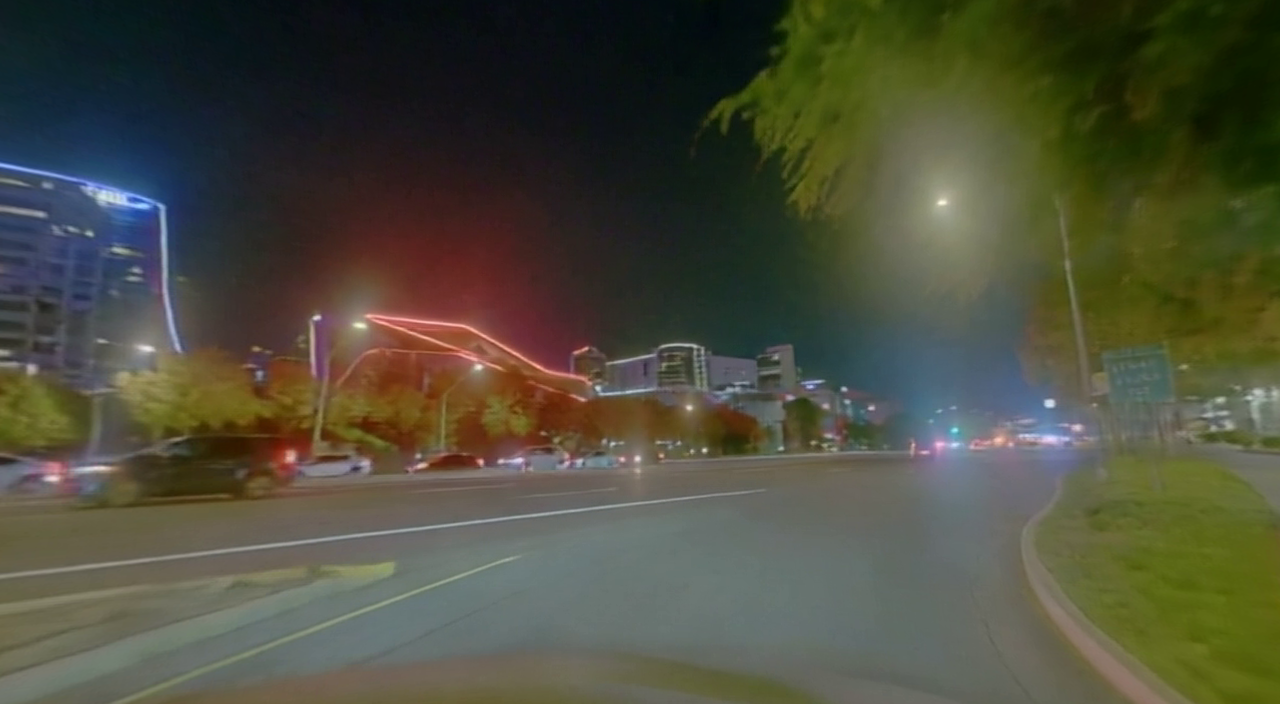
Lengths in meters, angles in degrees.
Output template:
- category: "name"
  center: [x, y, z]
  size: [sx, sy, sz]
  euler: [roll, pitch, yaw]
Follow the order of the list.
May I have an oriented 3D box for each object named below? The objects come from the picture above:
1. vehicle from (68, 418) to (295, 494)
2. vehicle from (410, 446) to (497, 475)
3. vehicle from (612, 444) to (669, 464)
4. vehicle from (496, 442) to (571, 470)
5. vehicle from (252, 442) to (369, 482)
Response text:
- category: "vehicle"
  center: [-15.244, 3.670, 21.388]
  size: [2.225, 2.053, 5.636]
  euler: [-15, -19, 38]
- category: "vehicle"
  center: [-10.785, 6.266, 36.787]
  size: [1.842, 1.582, 4.513]
  euler: [-7, -11, 39]
- category: "vehicle"
  center: [0.070, 8.010, 49.873]
  size: [1.872, 1.493, 4.724]
  euler: [-7, -11, 40]
- category: "vehicle"
  center: [-6.971, 6.832, 41.615]
  size: [1.926, 1.681, 4.727]
  euler: [-7, -11, 39]
- category: "vehicle"
  center: [-15.878, 5.424, 30.668]
  size: [2.033, 1.625, 4.467]
  euler: [-14, -18, 38]
